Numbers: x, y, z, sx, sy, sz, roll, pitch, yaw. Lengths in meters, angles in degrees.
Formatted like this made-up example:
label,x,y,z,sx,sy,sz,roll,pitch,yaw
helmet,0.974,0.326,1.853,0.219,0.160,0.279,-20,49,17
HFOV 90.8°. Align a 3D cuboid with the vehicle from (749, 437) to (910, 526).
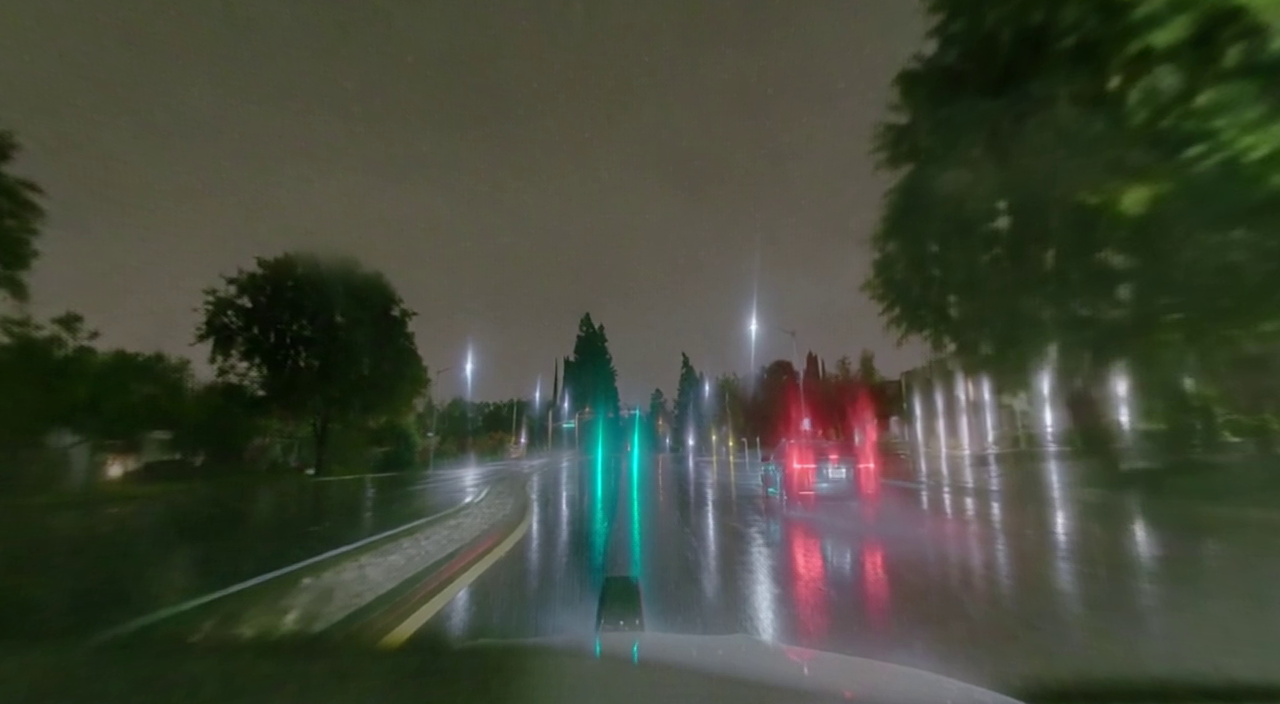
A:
label,x,y,z,sx,sy,sz,roll,pitch,yaw
vehicle,3.509,2.474,12.600,1.852,1.453,4.083,0,-9,-2
